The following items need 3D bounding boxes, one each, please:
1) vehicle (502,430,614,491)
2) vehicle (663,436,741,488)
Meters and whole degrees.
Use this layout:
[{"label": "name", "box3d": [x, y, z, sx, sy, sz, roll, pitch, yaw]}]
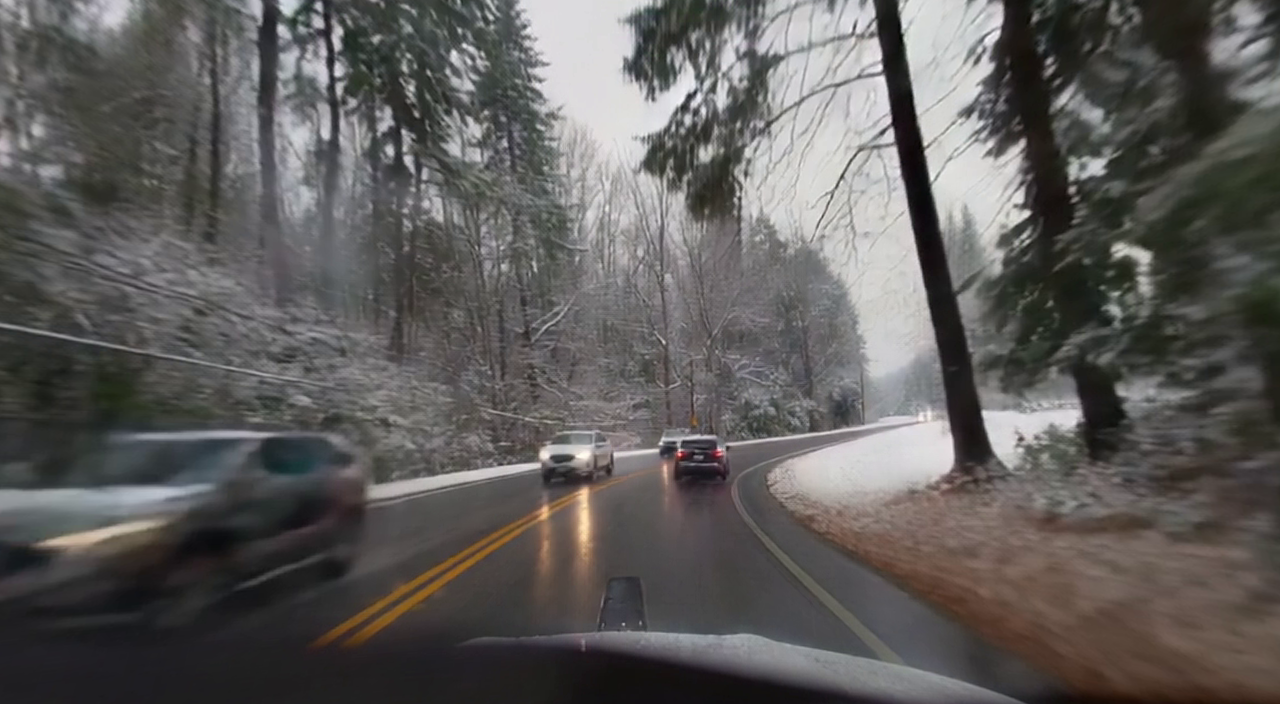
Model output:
[{"label": "vehicle", "box3d": [-2.522, 3.479, 20.674, 2.347, 1.757, 4.359, -2, -8, 11]}, {"label": "vehicle", "box3d": [2.224, 3.674, 21.509, 2.274, 1.583, 4.349, -1, -8, 10]}]
